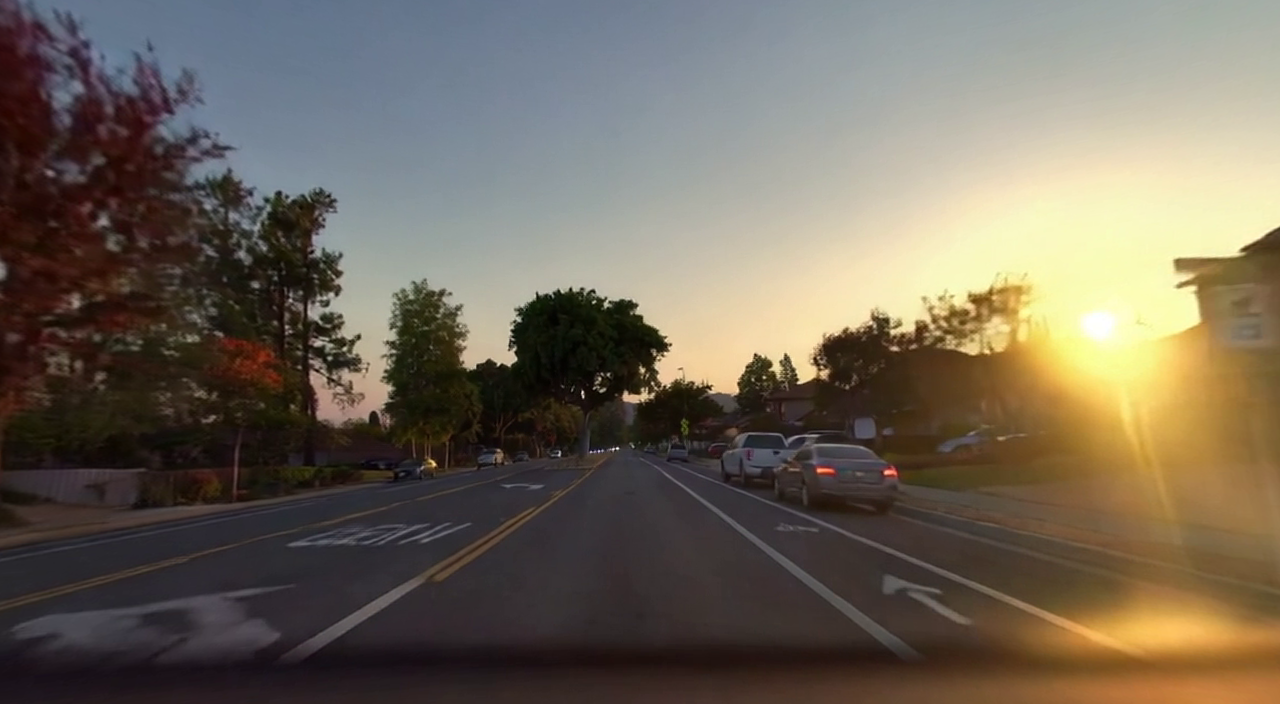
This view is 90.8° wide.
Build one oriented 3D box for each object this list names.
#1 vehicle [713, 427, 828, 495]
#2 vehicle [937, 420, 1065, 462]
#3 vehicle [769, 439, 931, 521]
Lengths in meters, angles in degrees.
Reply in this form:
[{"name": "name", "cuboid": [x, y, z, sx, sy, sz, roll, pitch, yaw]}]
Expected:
[{"name": "vehicle", "cuboid": [3.971, 3.471, 20.500, 2.293, 1.858, 5.868, 0, -9, -2]}, {"name": "vehicle", "cuboid": [16.352, 4.069, 28.808, 4.524, 1.805, 2.067, -1, -9, 0]}, {"name": "vehicle", "cuboid": [4.319, 2.690, 13.835, 1.919, 1.474, 4.370, 0, -9, -2]}]
